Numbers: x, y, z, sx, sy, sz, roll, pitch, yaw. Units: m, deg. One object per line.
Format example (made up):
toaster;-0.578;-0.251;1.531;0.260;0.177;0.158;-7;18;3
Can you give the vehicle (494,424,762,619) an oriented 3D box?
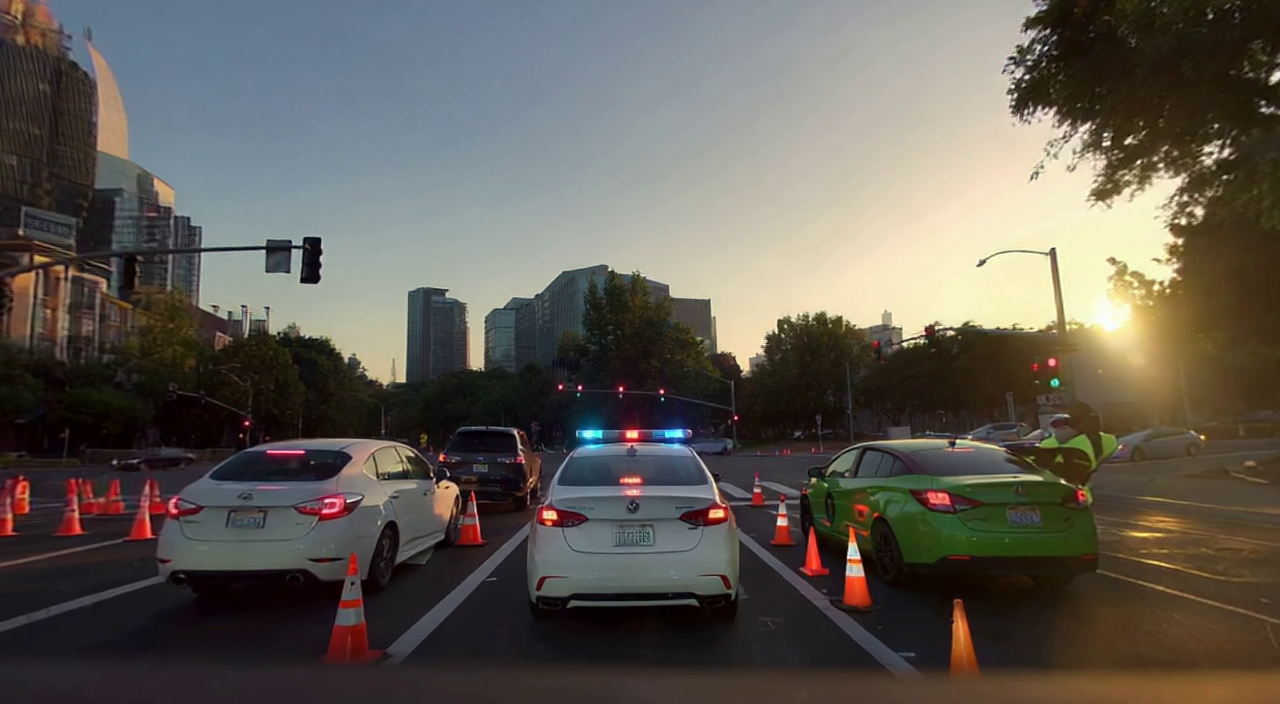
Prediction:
vehicle;-0.136;1.632;7.094;2.061;1.486;4.332;0;-8;-1

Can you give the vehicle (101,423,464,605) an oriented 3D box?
vehicle;-3.604;1.676;7.402;1.863;1.526;4.006;0;-8;1

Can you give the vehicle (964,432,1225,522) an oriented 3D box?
vehicle;9.334;2.583;13.593;1.957;1.576;4.670;0;-9;-3
